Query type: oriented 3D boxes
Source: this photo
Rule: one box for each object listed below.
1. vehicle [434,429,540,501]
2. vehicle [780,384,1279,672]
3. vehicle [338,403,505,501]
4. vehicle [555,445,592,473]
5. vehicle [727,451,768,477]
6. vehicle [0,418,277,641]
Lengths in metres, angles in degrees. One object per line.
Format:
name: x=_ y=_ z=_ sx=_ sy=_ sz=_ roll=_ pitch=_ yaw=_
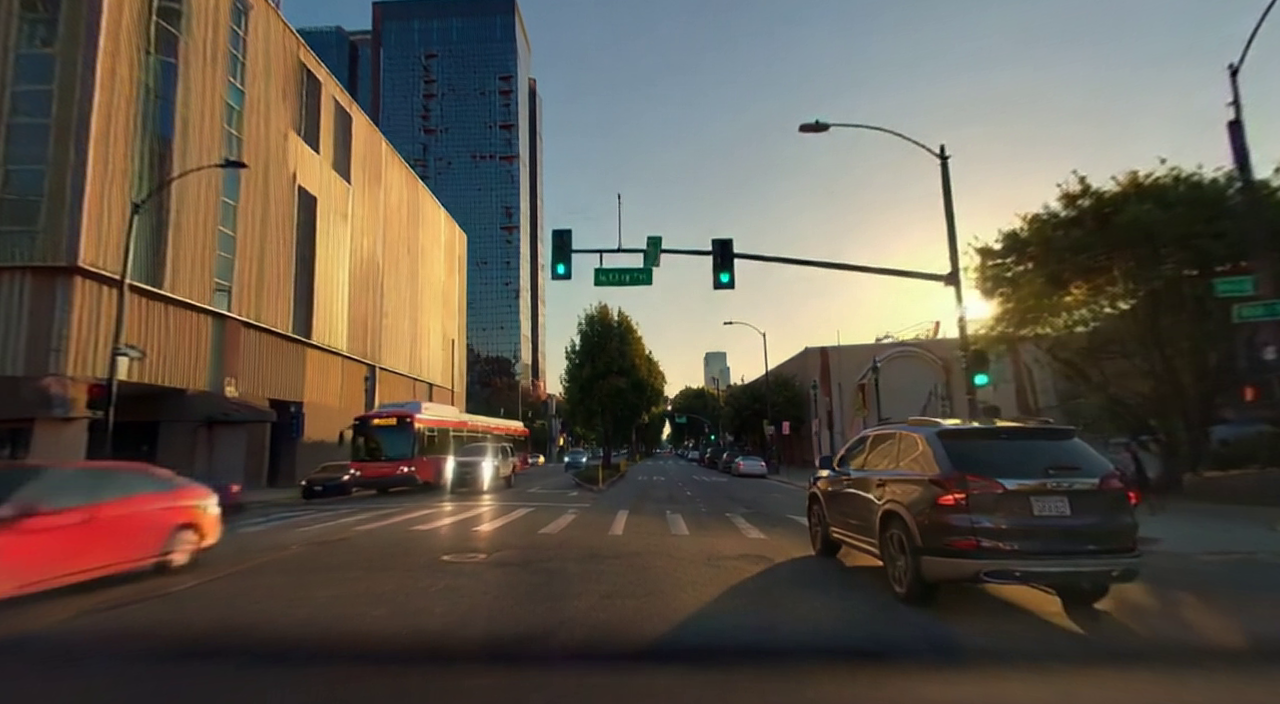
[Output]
vehicle: x=-5.152 y=3.904 z=22.161 sx=2.304 sy=2.208 sz=5.200 roll=0 pitch=-9 yaw=1
vehicle: x=3.239 y=1.548 z=6.865 sx=2.118 sy=1.848 sz=5.426 roll=0 pitch=-9 yaw=-1
vehicle: x=-8.734 y=4.260 z=27.198 sx=3.318 sy=3.359 sz=10.406 roll=0 pitch=-9 yaw=1
vehicle: x=-4.677 y=7.613 z=45.014 sx=2.030 sy=1.881 sz=4.994 roll=0 pitch=-9 yaw=1
vehicle: x=7.071 y=7.439 z=42.000 sx=1.962 sy=1.617 sz=4.325 roll=0 pitch=-9 yaw=0
vehicle: x=-5.660 y=1.489 z=5.883 sx=1.997 sy=1.610 sz=4.144 roll=0 pitch=-9 yaw=1
